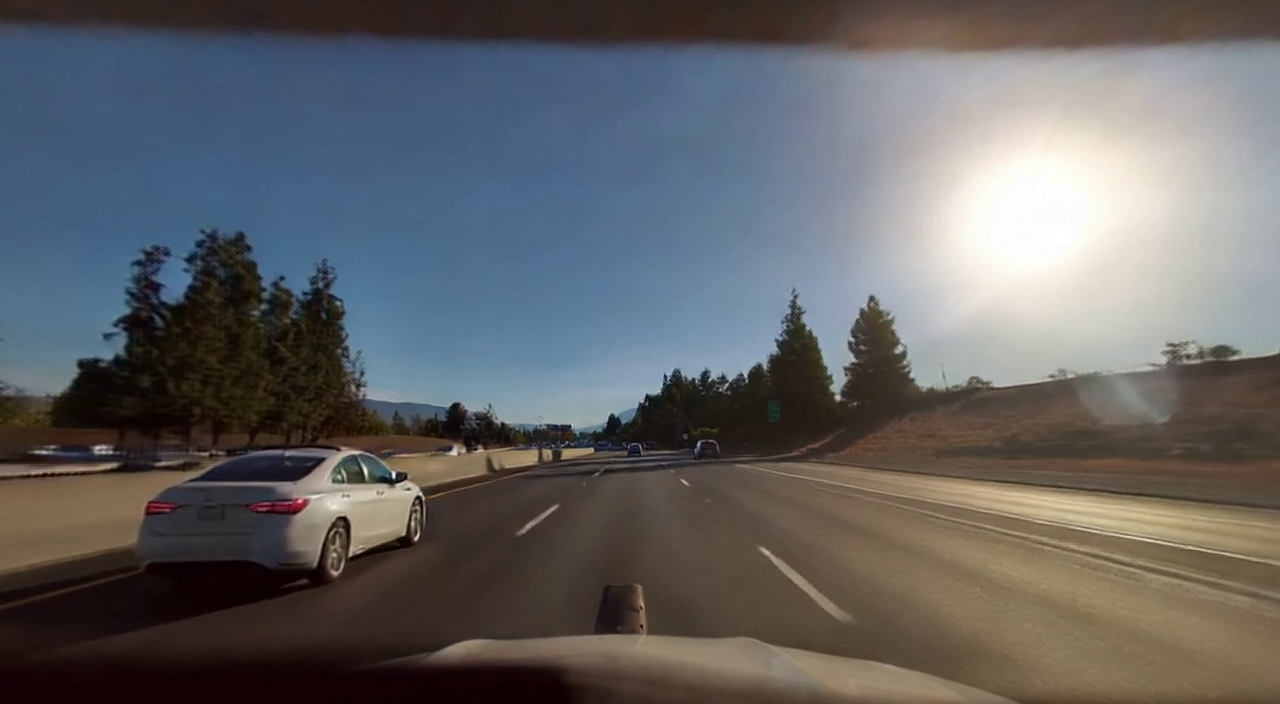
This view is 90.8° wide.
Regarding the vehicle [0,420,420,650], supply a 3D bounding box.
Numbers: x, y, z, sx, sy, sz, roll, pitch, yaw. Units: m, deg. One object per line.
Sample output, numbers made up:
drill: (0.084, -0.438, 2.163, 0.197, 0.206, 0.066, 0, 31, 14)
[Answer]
vehicle: (-4.077, 1.571, 6.509, 2.050, 1.547, 4.266, 0, -9, 0)
